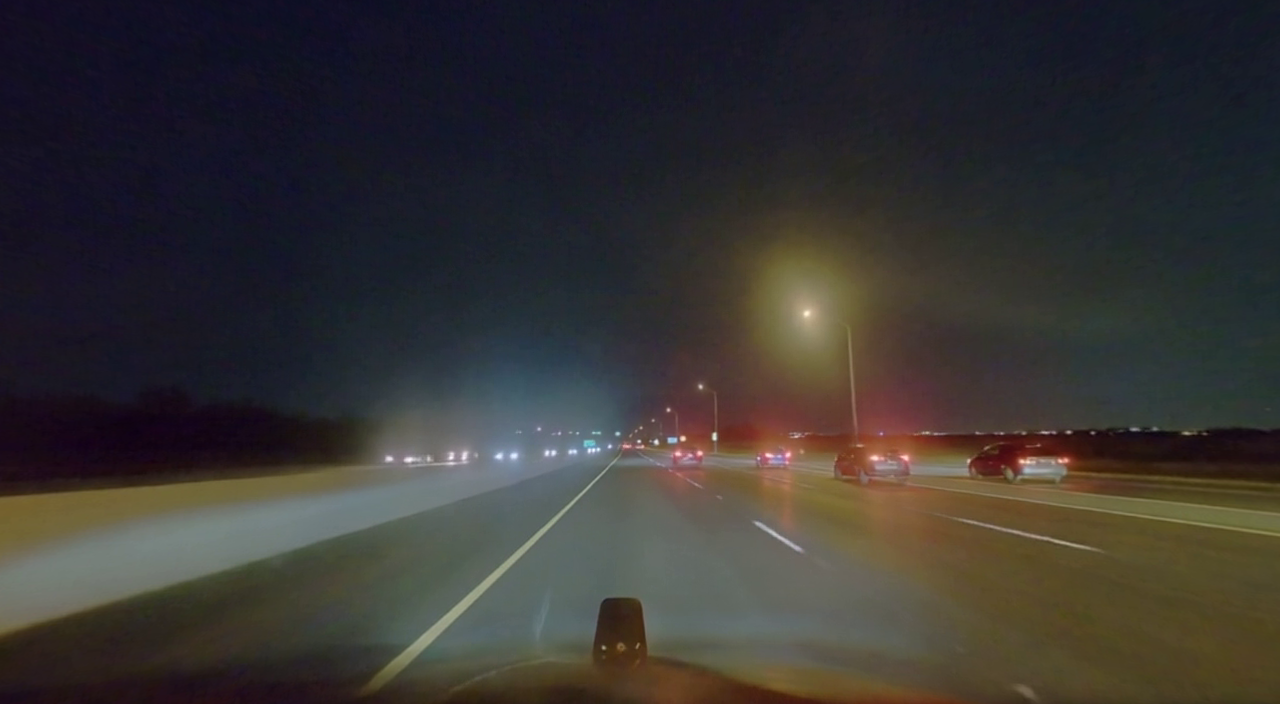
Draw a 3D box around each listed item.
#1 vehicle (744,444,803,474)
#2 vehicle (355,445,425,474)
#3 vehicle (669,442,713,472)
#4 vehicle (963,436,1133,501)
[{"bbox_3d":[6.820,5.507,32.737,1.952,1.442,4.259,0,-9,-2],"label":"vehicle"},{"bbox_3d":[-14.509,6.223,37.009,2.113,1.491,5.013,0,-8,-1],"label":"vehicle"},{"bbox_3d":[2.829,5.934,35.945,1.977,1.601,4.598,0,-9,-2],"label":"vehicle"},{"bbox_3d":[10.957,3.128,17.382,1.844,1.560,4.085,0,-9,-1],"label":"vehicle"}]
